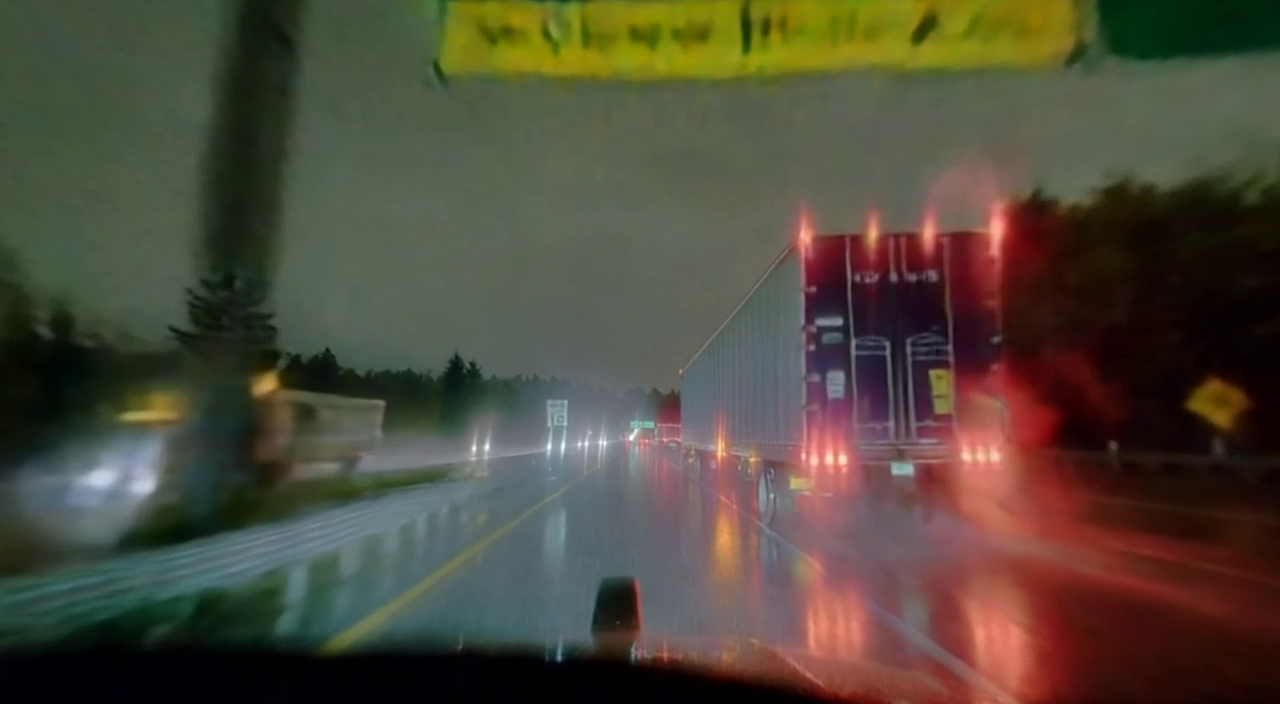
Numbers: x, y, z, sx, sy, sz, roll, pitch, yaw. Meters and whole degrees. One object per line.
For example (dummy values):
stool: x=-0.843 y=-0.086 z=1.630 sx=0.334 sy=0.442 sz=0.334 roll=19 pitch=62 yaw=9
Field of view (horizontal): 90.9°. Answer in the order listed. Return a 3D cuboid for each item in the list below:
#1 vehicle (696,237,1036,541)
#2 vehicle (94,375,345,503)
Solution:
vehicle: x=3.499 y=1.307 z=14.895 sx=2.954 sy=3.995 sz=13.335 roll=0 pitch=-8 yaw=-1
vehicle: x=-12.749 y=2.767 z=20.325 sx=2.697 sy=3.310 sz=7.825 roll=0 pitch=-8 yaw=-1
